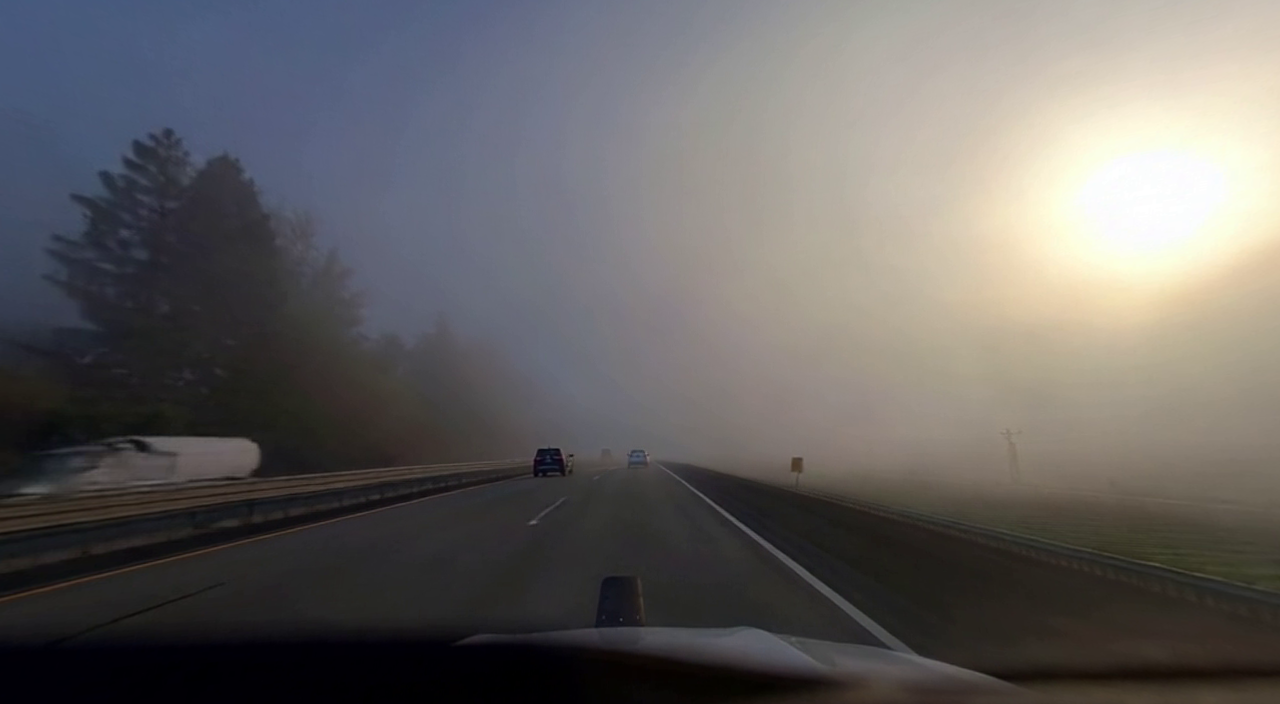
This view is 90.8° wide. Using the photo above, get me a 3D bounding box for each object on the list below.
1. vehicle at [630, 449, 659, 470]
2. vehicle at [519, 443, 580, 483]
[{"bbox_3d":[0.282,7.831,46.130,2.046,1.452,4.407,0,-9,0],"label":"vehicle"},{"bbox_3d":[-4.014,5.011,28.726,2.100,1.667,4.223,0,-9,1],"label":"vehicle"}]
